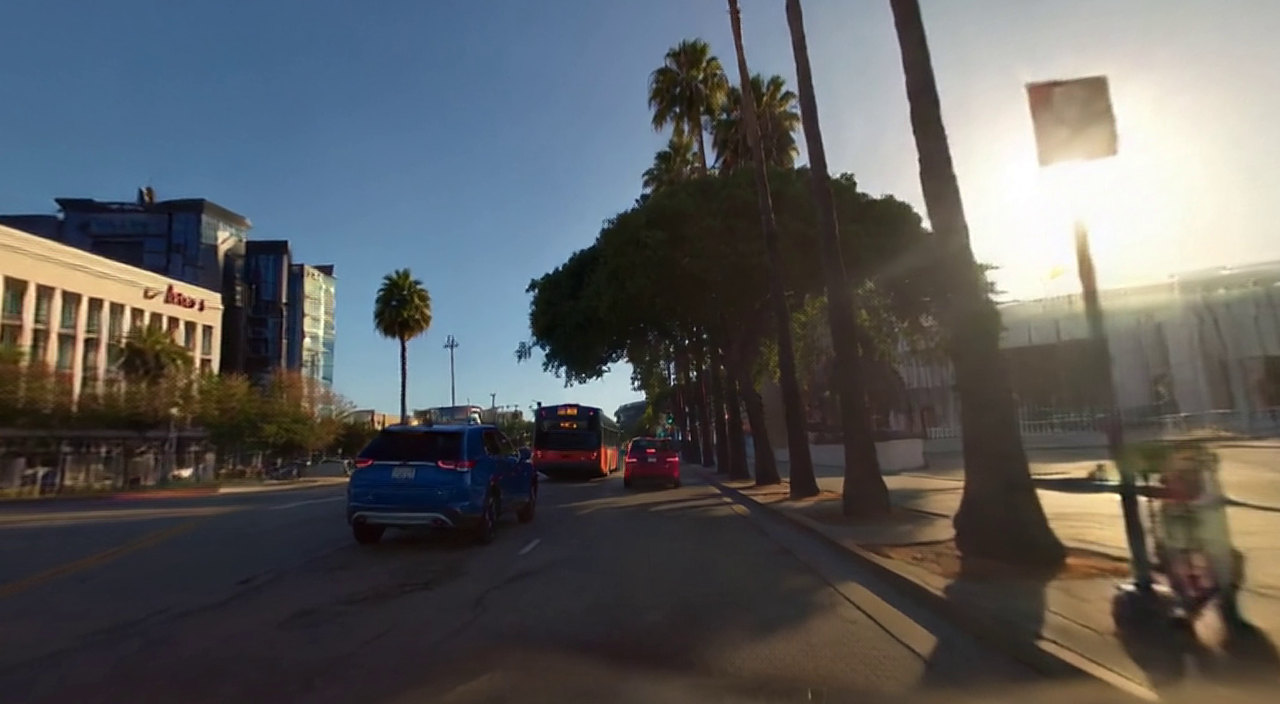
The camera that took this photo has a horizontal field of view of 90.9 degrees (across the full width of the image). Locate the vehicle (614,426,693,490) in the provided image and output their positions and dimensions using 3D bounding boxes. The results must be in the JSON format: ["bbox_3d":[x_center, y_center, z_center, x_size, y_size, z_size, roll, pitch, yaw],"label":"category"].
[{"bbox_3d":[0.377,3.164,19.087,2.120,1.727,3.917,0,-8,0],"label":"vehicle"}]

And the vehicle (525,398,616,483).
[{"bbox_3d":[-2.701,3.837,27.229,2.775,3.064,8.297,0,-8,1],"label":"vehicle"}]

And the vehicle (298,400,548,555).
[{"bbox_3d":[-2.882,1.802,9.721,2.124,1.799,4.587,0,-8,1],"label":"vehicle"}]
